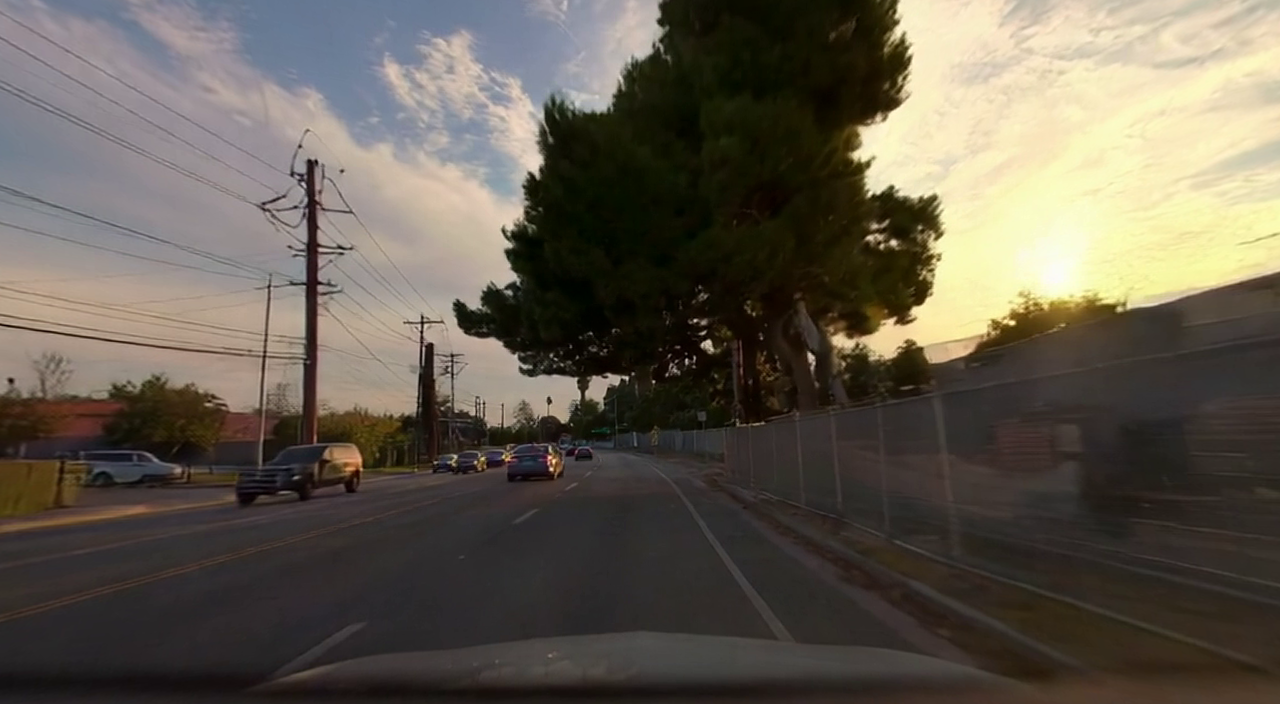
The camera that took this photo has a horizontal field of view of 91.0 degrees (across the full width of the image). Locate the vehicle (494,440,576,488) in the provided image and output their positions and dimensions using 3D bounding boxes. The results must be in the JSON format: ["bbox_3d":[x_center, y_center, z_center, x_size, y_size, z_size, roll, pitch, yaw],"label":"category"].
[{"bbox_3d":[-3.575,3.921,22.372,2.020,1.489,4.469,0,-9,2],"label":"vehicle"}]

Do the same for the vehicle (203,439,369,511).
[{"bbox_3d":[-10.222,3.566,18.763,2.137,1.828,4.754,0,-9,0],"label":"vehicle"}]

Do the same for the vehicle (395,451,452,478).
[{"bbox_3d":[-14.003,7.289,41.031,2.034,1.631,4.845,1,-9,-1],"label":"vehicle"}]

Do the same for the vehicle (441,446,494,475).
[{"bbox_3d":[-10.731,6.752,39.456,2.022,1.717,4.376,0,-9,1],"label":"vehicle"}]

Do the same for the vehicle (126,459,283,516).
[{"bbox_3d":[-13.964,4.329,20.584,1.943,1.506,4.471,1,-9,-1],"label":"vehicle"}]
